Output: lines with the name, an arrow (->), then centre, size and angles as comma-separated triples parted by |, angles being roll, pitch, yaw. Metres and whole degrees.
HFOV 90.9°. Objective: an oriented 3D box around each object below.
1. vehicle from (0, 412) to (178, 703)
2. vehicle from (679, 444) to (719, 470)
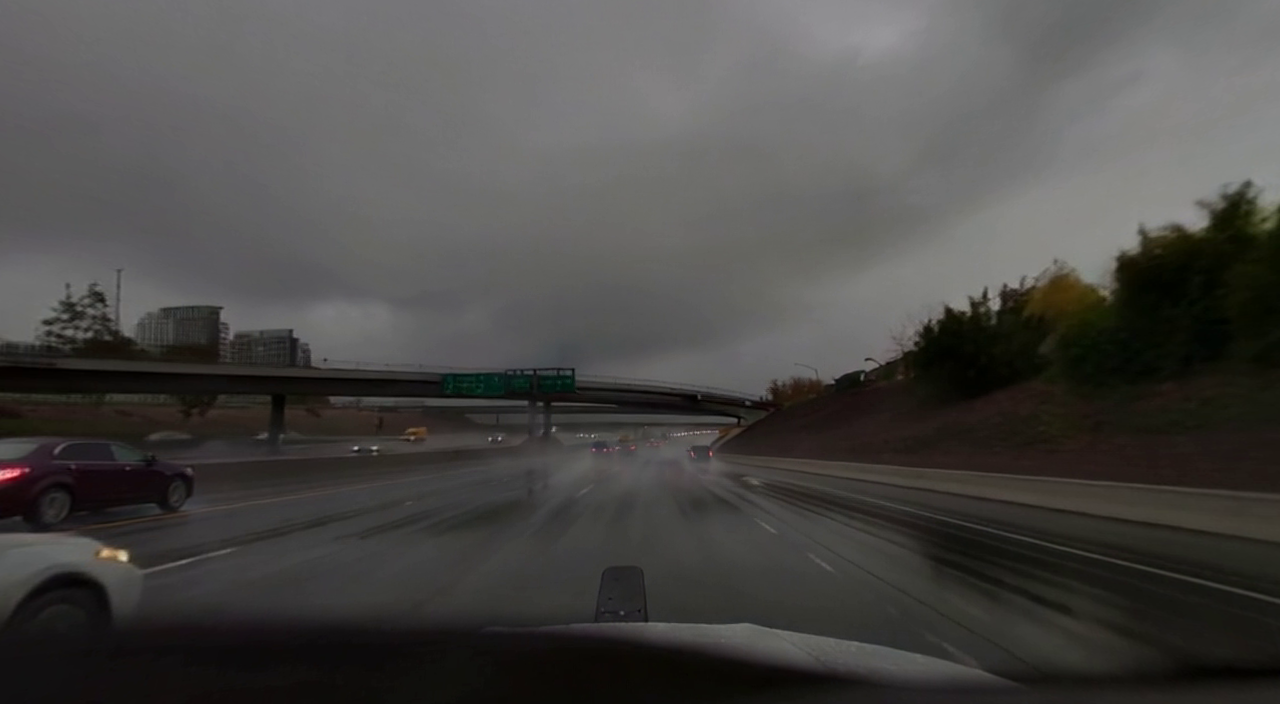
vehicle -> -3.820, 0.840, 1.584 | 1.990, 1.477, 4.308 | 0, -8, 1
vehicle -> 3.647, 6.543, 39.730 | 2.059, 1.509, 4.670 | 0, -8, 0
